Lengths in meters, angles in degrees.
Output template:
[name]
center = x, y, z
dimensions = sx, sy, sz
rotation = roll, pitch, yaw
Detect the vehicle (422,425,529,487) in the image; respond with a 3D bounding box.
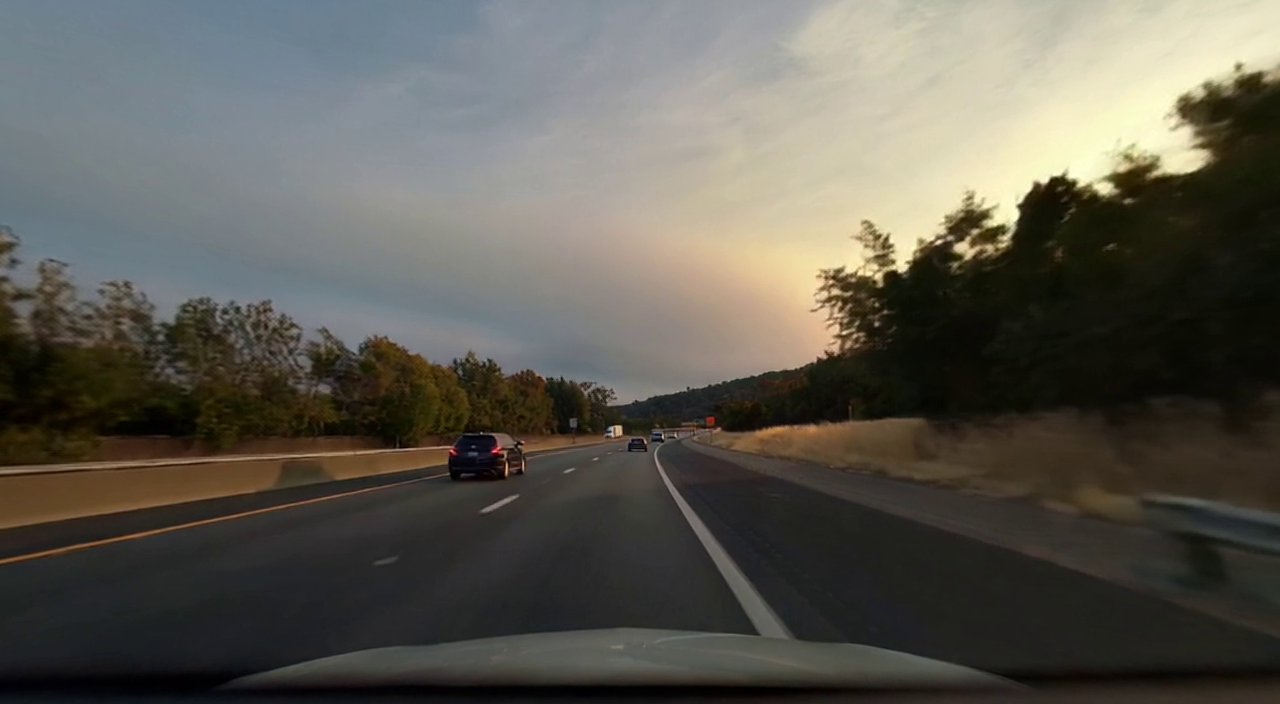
[vehicle]
center = -4.817, 3.121, 19.172
dimensions = 2.075, 1.653, 4.317
rotation = -1, -8, 0
